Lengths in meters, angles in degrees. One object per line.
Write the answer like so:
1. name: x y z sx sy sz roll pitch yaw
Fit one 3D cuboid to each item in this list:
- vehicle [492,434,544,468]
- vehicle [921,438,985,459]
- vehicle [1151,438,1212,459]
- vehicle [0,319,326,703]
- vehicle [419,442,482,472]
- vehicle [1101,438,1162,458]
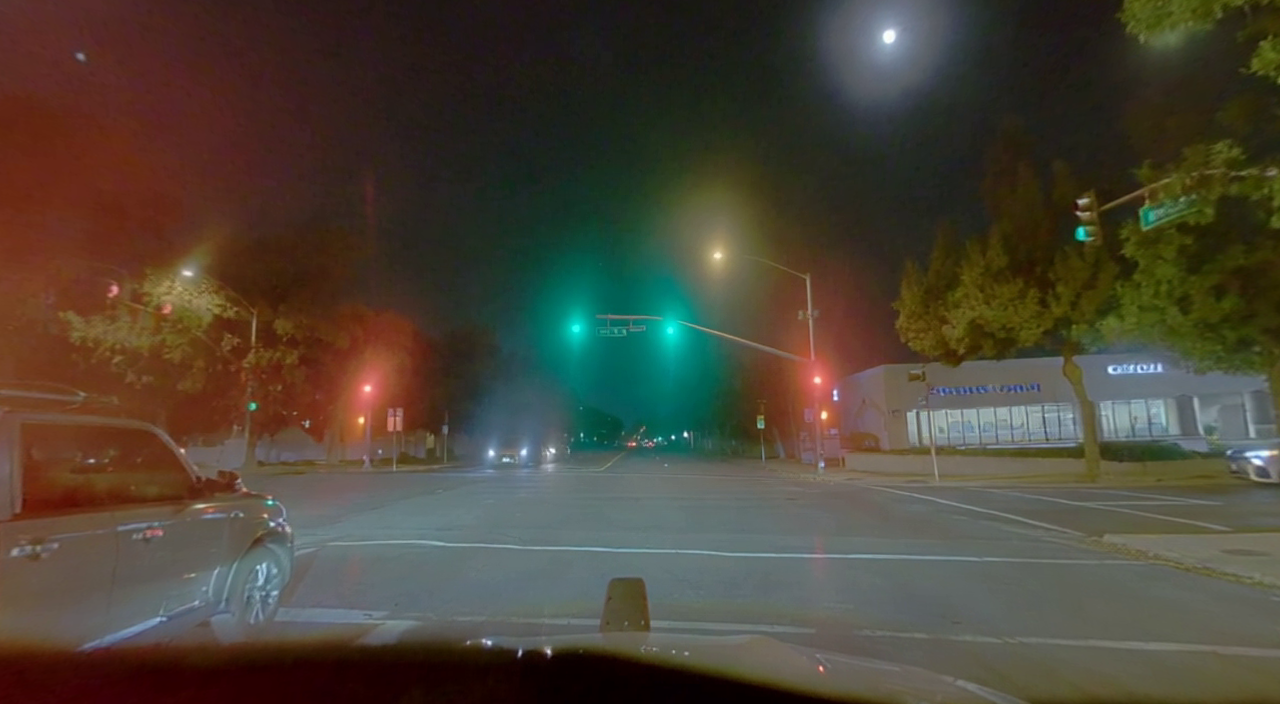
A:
1. vehicle: -7.162 5.856 37.459 2.081 1.818 4.782 0 -8 1
2. vehicle: 21.495 6.637 43.364 3.576 1.425 1.702 2 -9 -12
3. vehicle: 41.115 7.352 48.004 1.767 1.456 4.191 -4 -10 15
4. vehicle: -3.479 0.811 2.684 2.000 1.789 4.638 0 -8 -2
5. vehicle: -10.639 5.916 35.719 2.041 1.548 4.868 0 -8 0
6. vehicle: 38.492 7.526 49.507 1.837 1.514 4.786 -2 -9 13
